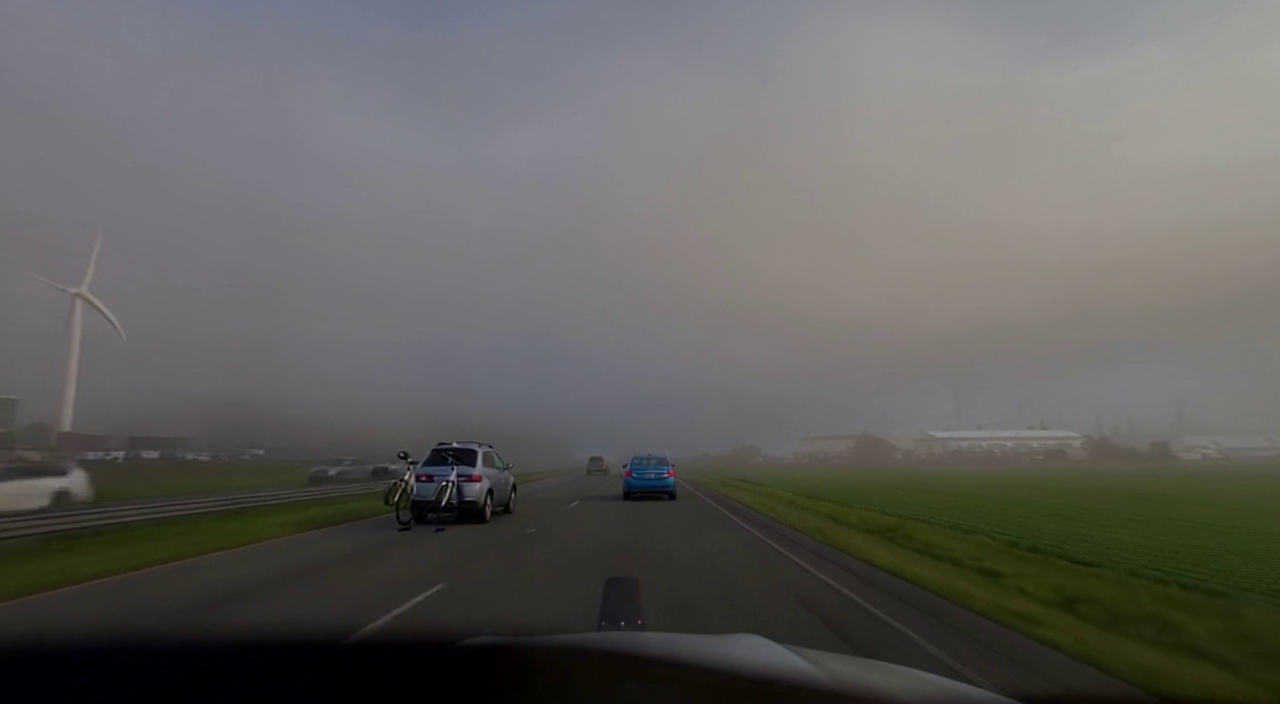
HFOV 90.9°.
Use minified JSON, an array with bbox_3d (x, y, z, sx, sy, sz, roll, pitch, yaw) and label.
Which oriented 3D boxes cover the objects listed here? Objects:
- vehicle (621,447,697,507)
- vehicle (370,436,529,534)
[{"bbox_3d":[0.501,3.702,19.110,2.063,1.582,3.955,0,-9,0],"label":"vehicle"},{"bbox_3d":[-3.702,2.657,13.120,1.962,1.681,4.033,0,-9,1],"label":"vehicle"}]
